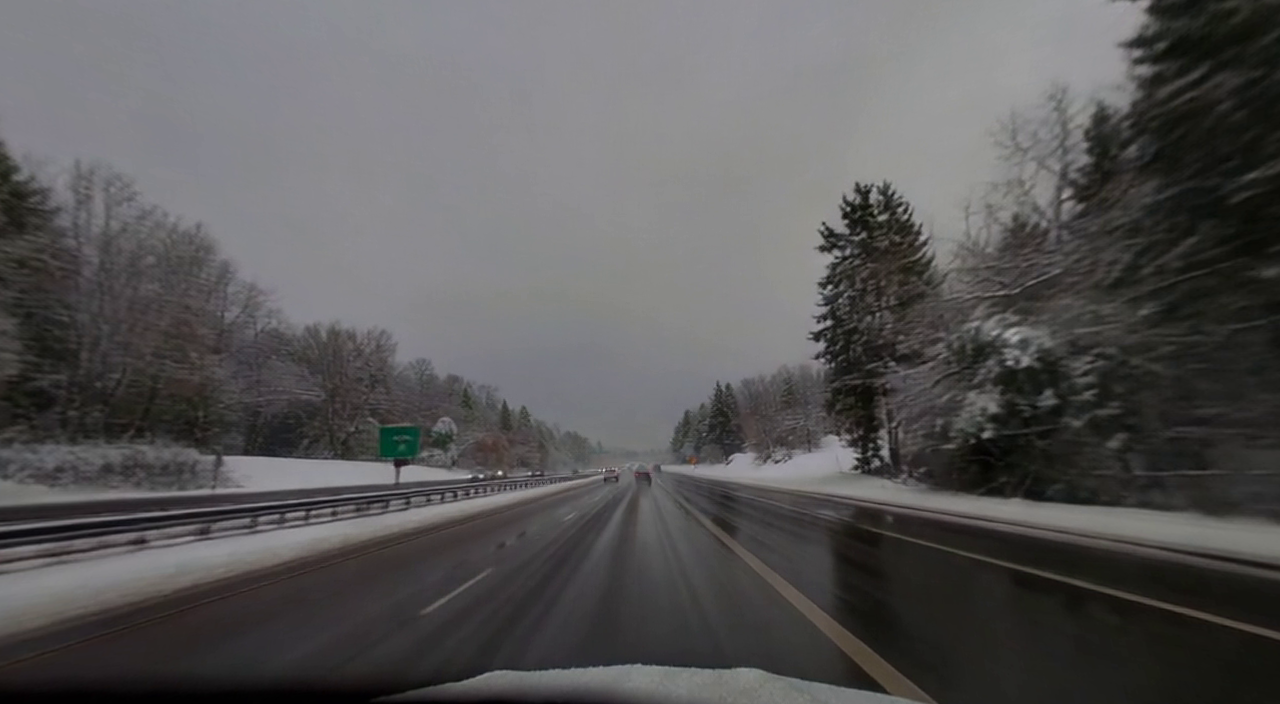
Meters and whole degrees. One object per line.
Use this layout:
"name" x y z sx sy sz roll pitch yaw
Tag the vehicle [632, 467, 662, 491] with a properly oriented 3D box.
"vehicle" 0.462 8.930 44.505 2.016 1.530 4.009 1 -11 0
